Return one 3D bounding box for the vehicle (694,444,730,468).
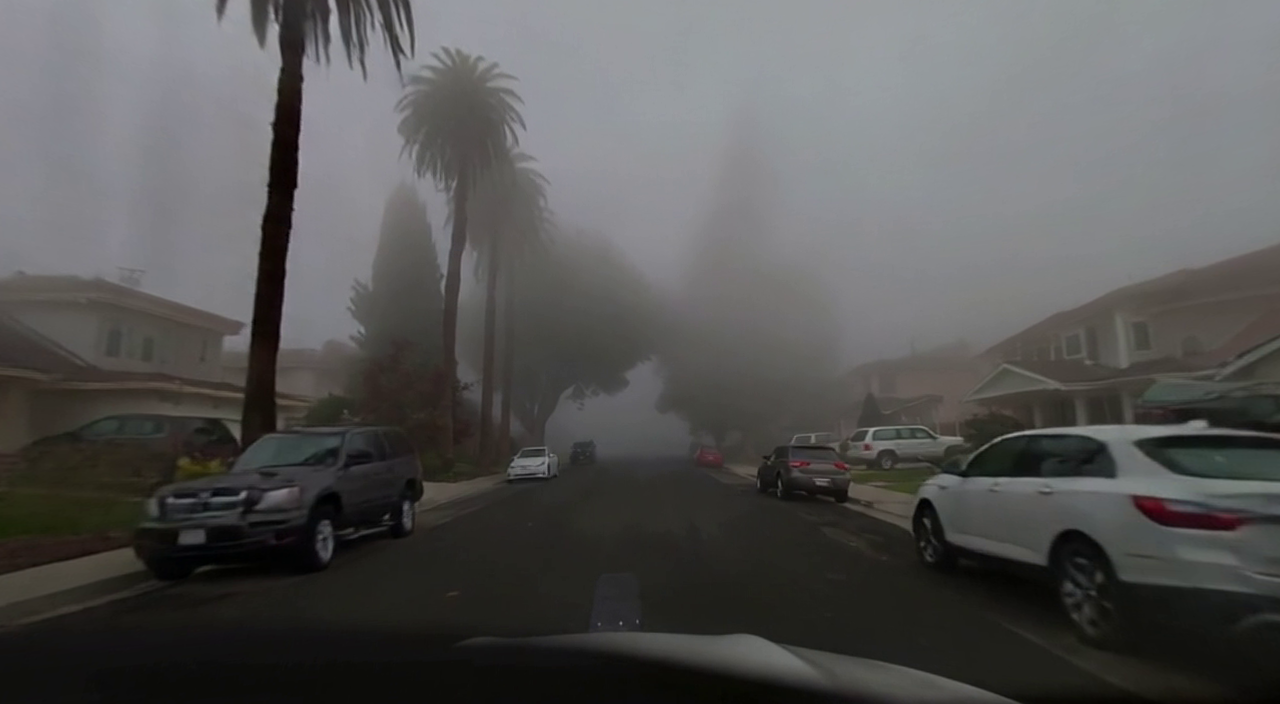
[{"bbox_3d":[4.725,6.916,42.114,1.867,1.480,4.678,0,-8,1],"label":"vehicle"}]

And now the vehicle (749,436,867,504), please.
[{"bbox_3d":[4.301,3.080,16.936,1.987,1.567,4.112,0,-8,0],"label":"vehicle"}]

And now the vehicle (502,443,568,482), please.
[{"bbox_3d":[-4.326,4.674,26.825,2.080,1.479,4.531,0,-10,-1],"label":"vehicle"}]

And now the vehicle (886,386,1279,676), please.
[{"bbox_3d":[4.127,1.345,5.840,2.072,1.685,4.160,0,-8,1],"label":"vehicle"}]

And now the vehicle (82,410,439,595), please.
[{"bbox_3d":[-4.582,1.802,8.798,2.147,1.823,4.725,0,-7,-2],"label":"vehicle"}]
